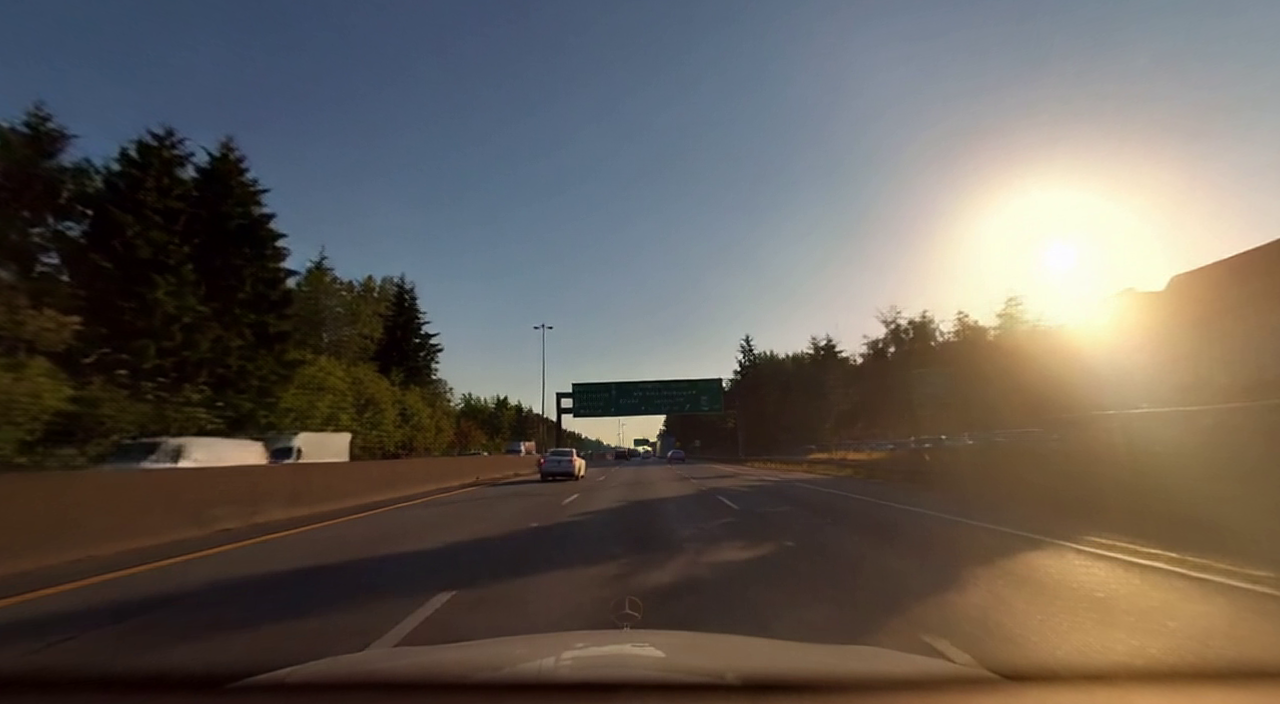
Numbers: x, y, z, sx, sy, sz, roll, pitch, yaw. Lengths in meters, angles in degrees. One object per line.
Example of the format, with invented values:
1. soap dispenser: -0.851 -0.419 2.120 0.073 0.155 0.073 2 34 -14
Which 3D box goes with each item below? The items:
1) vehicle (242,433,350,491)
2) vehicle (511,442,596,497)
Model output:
1. vehicle: -16.998 5.437 31.542 2.336 2.601 5.237 0 -9 1
2. vehicle: -2.616 3.681 20.034 1.936 1.545 4.116 -1 -9 3
